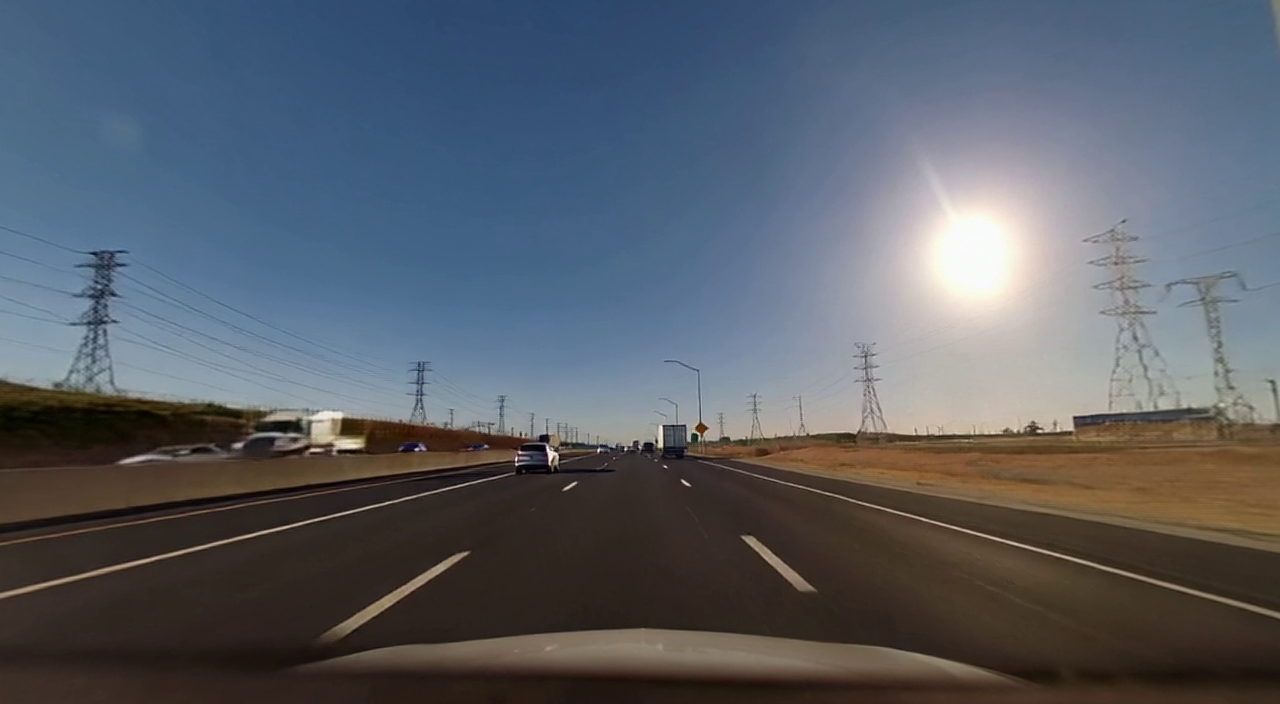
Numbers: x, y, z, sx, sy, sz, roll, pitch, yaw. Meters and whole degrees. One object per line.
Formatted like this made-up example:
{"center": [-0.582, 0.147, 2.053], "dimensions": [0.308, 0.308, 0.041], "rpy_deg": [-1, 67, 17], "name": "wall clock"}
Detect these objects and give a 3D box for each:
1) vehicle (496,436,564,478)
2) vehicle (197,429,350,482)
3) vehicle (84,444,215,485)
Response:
{"center": [-4.635, 4.498, 27.249], "dimensions": [2.064, 1.642, 4.389], "rpy_deg": [0, -8, 1], "name": "vehicle"}
{"center": [-14.690, 4.198, 25.928], "dimensions": [2.705, 1.851, 6.038], "rpy_deg": [0, -8, 0], "name": "vehicle"}
{"center": [-19.399, 4.428, 25.226], "dimensions": [1.784, 1.465, 4.274], "rpy_deg": [0, -8, 0], "name": "vehicle"}
